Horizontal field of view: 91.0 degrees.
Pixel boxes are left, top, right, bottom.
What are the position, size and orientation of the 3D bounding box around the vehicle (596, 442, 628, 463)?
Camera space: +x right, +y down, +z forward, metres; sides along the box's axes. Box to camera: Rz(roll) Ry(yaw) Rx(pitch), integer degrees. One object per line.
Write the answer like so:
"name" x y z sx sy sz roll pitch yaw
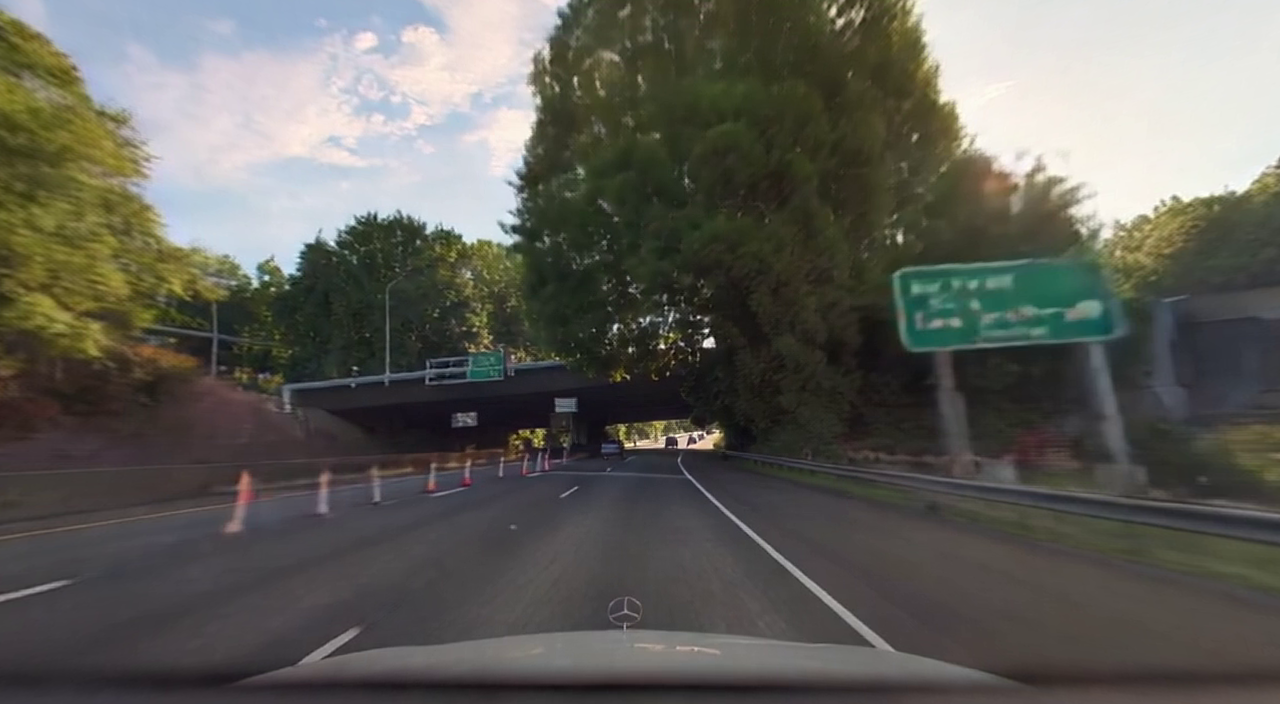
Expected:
"vehicle" -2.112 7.632 48.078 2.118 1.475 4.263 0 -8 1
